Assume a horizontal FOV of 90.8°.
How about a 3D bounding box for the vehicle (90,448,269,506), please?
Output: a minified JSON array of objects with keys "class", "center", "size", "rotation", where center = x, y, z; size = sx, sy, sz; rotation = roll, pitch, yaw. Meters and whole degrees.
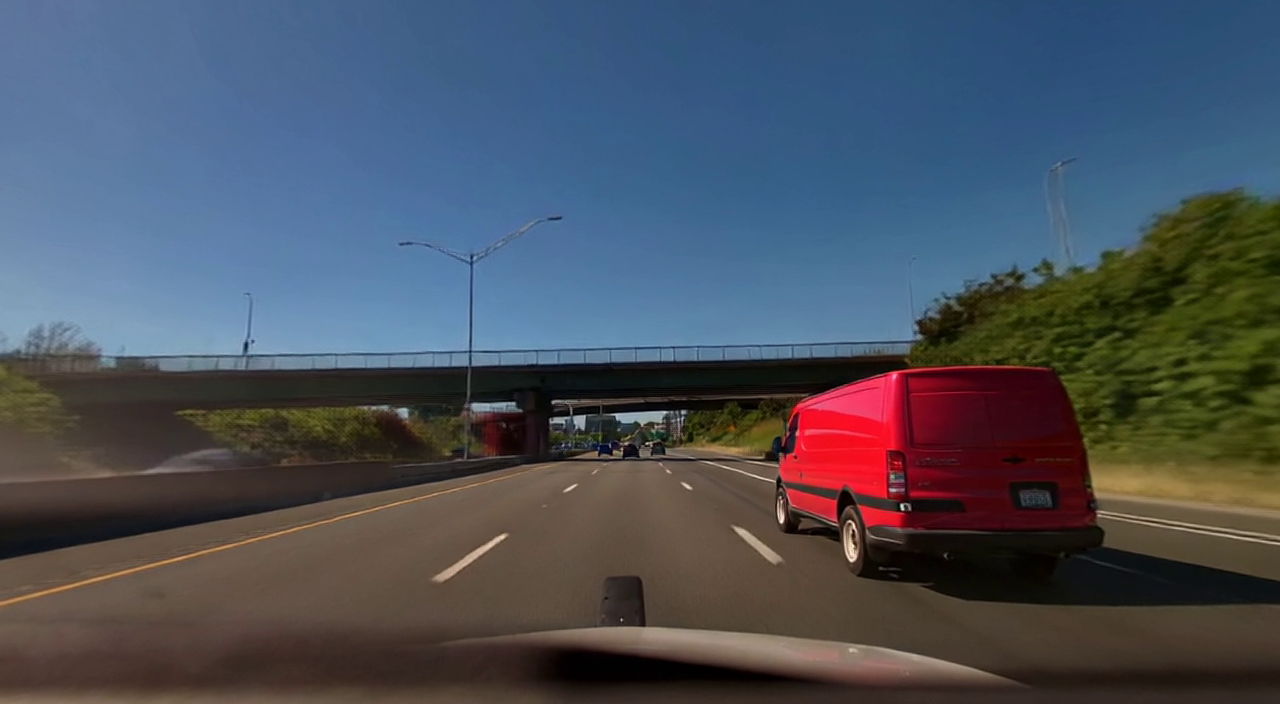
[{"class":"vehicle","center":[-13.458,3.630,18.921],"size":[1.892,1.481,4.576],"rotation":[0,-8,0]}]
